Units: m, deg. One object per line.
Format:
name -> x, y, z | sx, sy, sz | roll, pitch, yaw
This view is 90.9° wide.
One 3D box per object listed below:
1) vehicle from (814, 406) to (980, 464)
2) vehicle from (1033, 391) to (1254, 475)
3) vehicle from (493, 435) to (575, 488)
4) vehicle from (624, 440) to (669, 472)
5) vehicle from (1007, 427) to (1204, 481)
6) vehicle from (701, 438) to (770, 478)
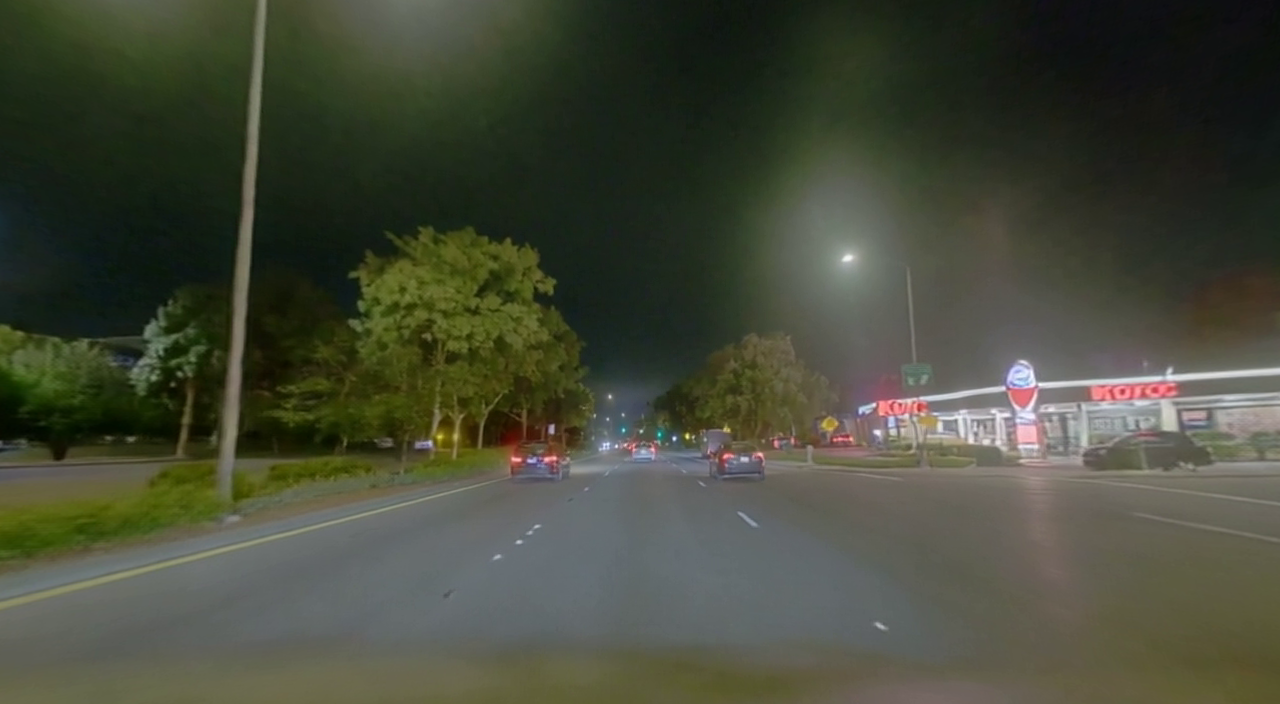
vehicle -> 14.936, 4.928, 37.204 | 8.343, 3.028, 3.002 | -2, -9, 3
vehicle -> 21.823, 3.674, 28.236 | 2.928, 3.123, 8.236 | -1, -8, -1
vehicle -> -3.486, 3.665, 21.538 | 1.995, 1.607, 4.086 | -1, -8, 1
vehicle -> 0.304, 5.127, 31.327 | 2.059, 1.477, 4.216 | 0, -8, 0
vehicle -> 14.887, 3.294, 20.478 | 4.578, 1.620, 2.047 | -2, -8, 12
vehicle -> 3.728, 4.234, 25.497 | 2.012, 1.462, 4.400 | 0, -8, -1
